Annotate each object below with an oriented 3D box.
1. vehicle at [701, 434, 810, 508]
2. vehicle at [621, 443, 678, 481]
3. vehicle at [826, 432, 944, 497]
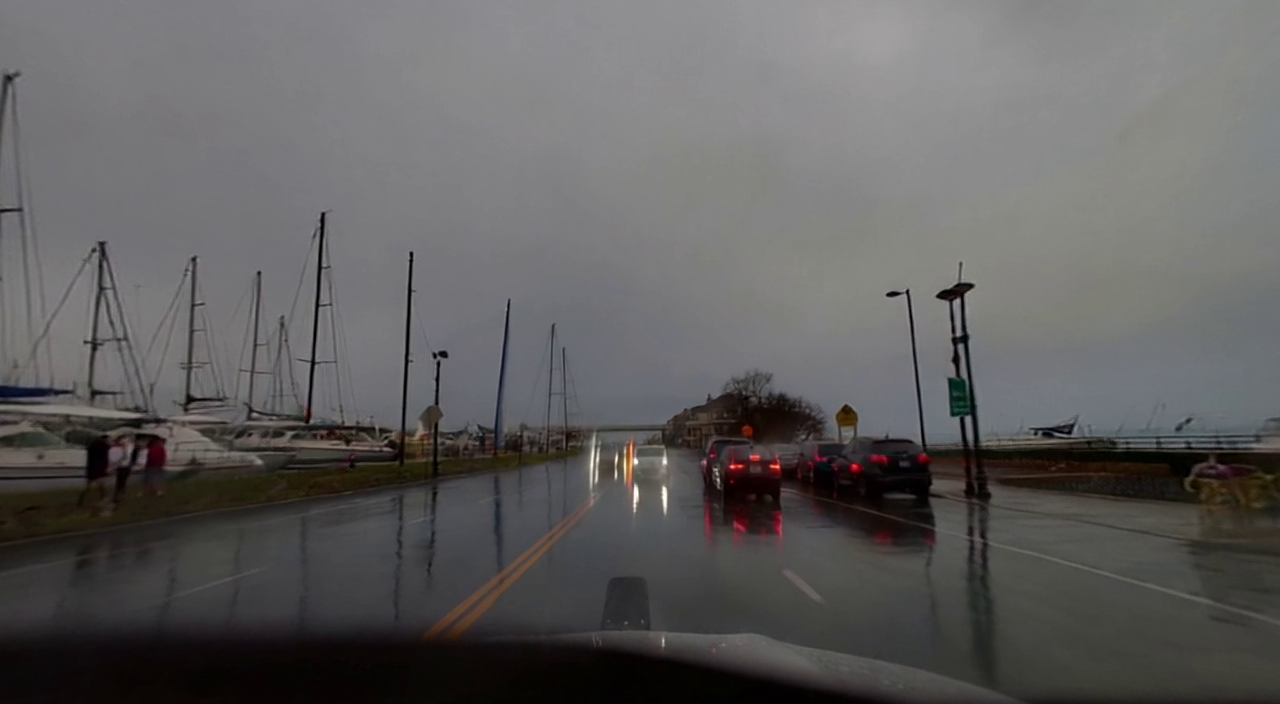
[{"bbox_3d":[2.784,2.985,16.215,2.047,1.640,4.051,0,-9,0],"label":"vehicle"},{"bbox_3d":[0.415,4.674,27.061,2.284,1.496,3.949,-1,-9,1],"label":"vehicle"},{"bbox_3d":[7.809,3.631,20.655,1.969,1.852,4.514,0,-9,-1],"label":"vehicle"}]
